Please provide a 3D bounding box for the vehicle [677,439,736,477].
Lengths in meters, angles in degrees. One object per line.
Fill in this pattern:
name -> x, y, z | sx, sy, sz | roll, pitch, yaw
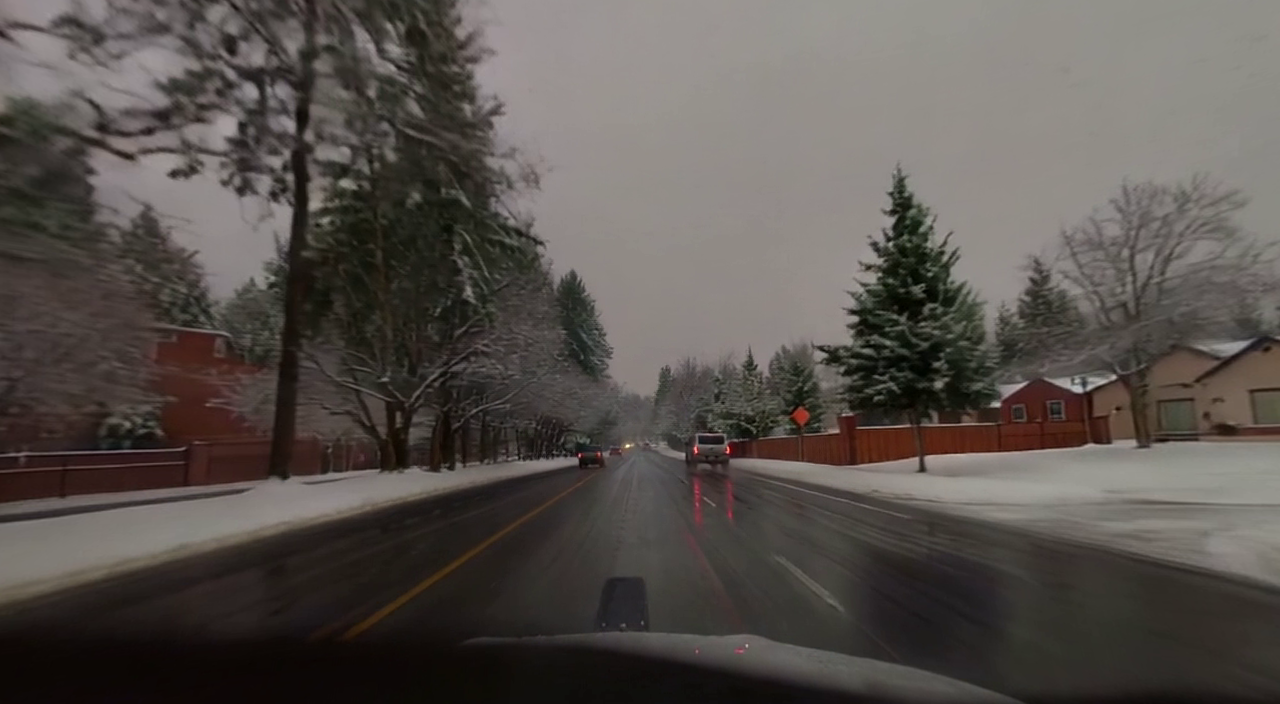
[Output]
vehicle -> 3.105, 5.091, 30.559 | 2.321, 1.695, 5.037 | 0, -8, 0

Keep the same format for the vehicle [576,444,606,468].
vehicle -> -3.809, 8.072, 49.299 | 2.002, 1.747, 4.728 | 0, -8, 0
